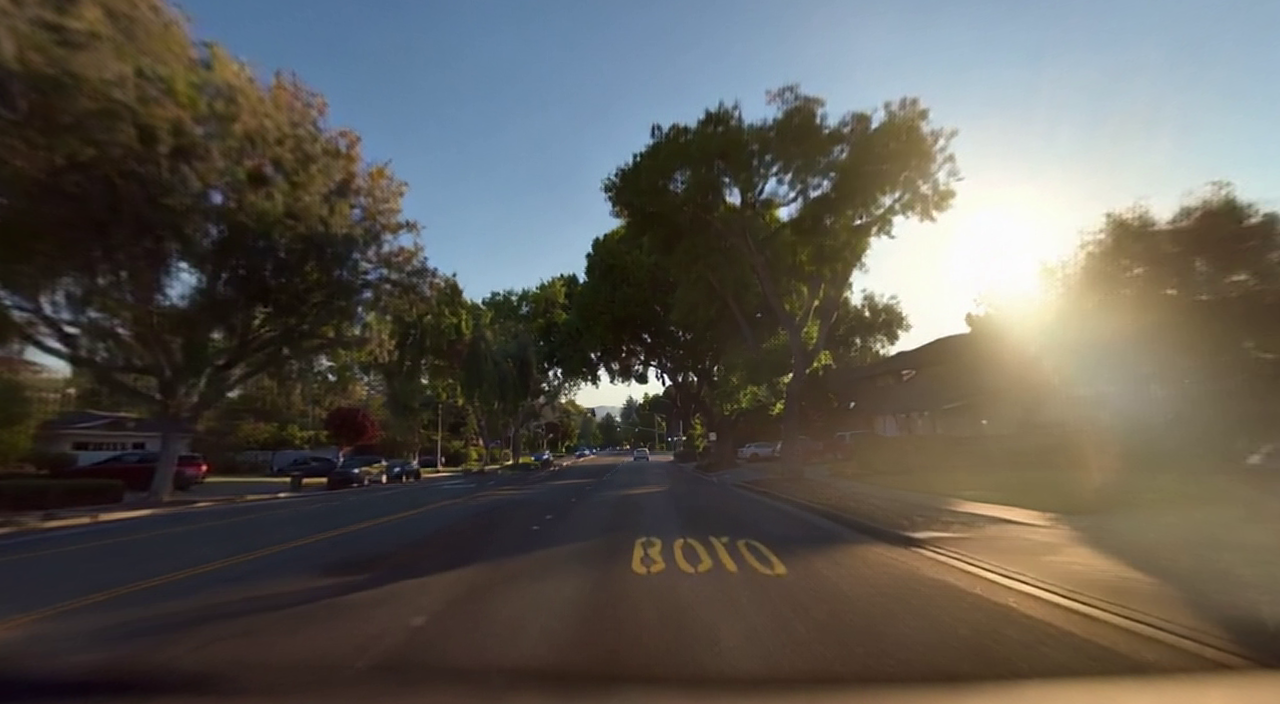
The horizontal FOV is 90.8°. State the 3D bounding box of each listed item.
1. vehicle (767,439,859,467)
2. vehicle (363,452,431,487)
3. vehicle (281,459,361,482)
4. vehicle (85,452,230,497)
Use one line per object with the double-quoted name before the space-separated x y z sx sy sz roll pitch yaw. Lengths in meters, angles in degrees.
"vehicle" 9.927 5.808 36.515 4.660 1.513 2.067 0 -8 -2
"vehicle" -14.452 6.959 37.926 2.008 1.908 5.305 0 -9 -1
"vehicle" -21.173 7.843 42.049 4.284 1.431 1.811 0 -9 0
"vehicle" -21.206 5.387 27.920 4.756 1.869 2.042 -1 -9 3
